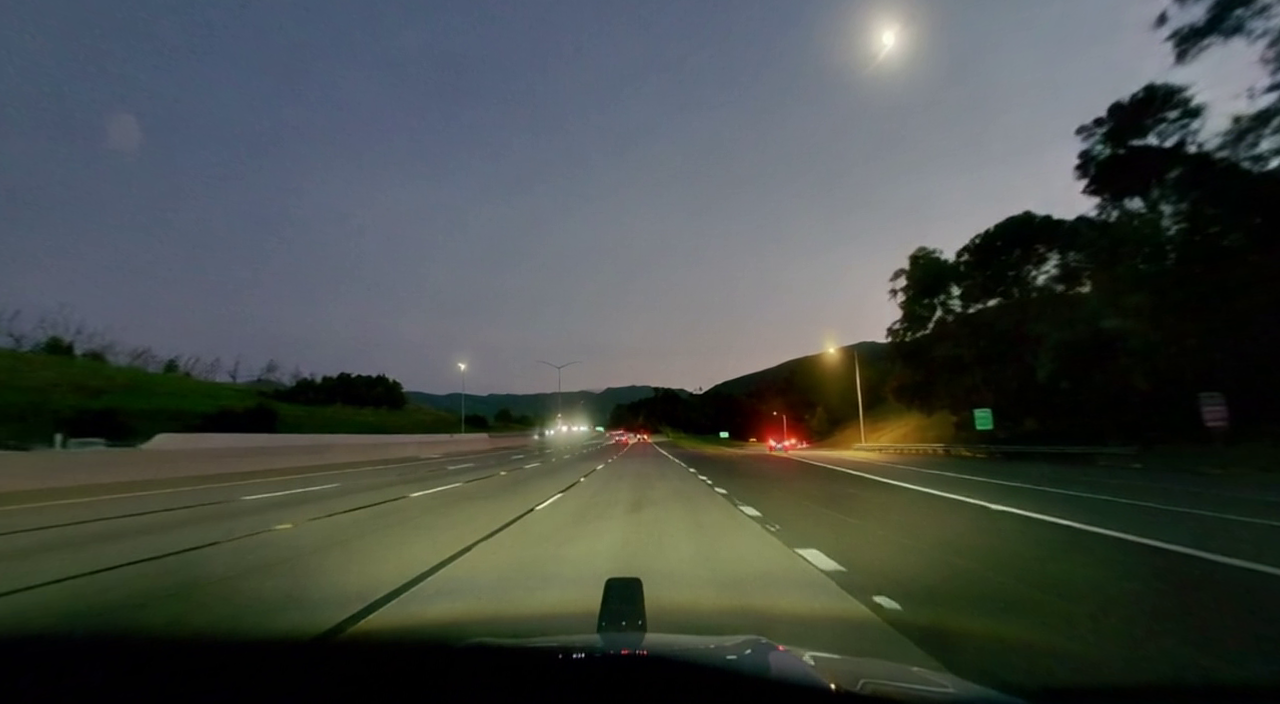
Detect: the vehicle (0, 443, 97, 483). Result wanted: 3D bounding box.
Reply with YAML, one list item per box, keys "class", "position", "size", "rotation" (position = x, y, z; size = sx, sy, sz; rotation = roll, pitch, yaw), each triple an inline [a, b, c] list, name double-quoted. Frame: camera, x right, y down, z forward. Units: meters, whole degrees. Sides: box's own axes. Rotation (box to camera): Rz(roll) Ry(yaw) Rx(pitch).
- class: "vehicle"
  position: [-28.120, 5.061, 29.125]
  size: [1.958, 1.651, 4.585]
  rotation: [0, -8, 0]
